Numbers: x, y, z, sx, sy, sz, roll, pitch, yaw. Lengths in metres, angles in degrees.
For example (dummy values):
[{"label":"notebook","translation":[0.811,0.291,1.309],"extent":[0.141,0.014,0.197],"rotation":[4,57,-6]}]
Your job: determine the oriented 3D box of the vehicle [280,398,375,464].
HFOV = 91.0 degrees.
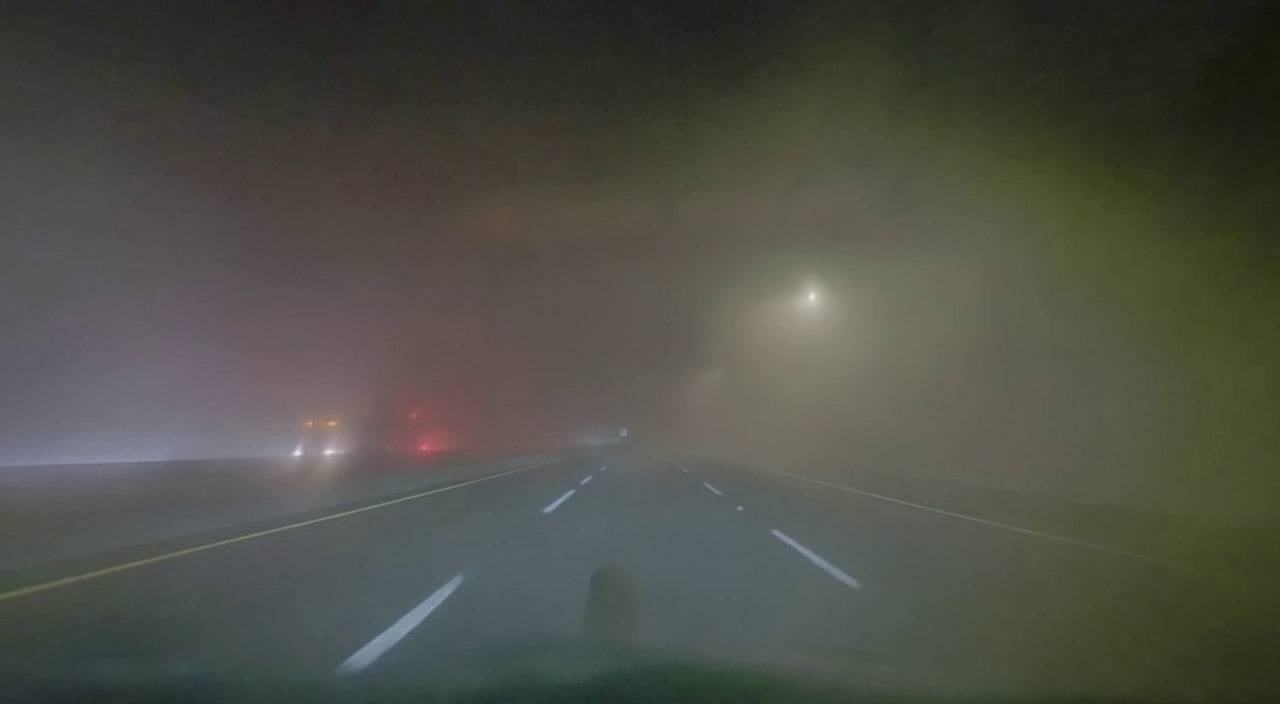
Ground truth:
[{"label":"vehicle","translation":[-20.341,5.212,41.408],"extent":[3.001,3.958,5.946],"rotation":[0,-8,0]}]
